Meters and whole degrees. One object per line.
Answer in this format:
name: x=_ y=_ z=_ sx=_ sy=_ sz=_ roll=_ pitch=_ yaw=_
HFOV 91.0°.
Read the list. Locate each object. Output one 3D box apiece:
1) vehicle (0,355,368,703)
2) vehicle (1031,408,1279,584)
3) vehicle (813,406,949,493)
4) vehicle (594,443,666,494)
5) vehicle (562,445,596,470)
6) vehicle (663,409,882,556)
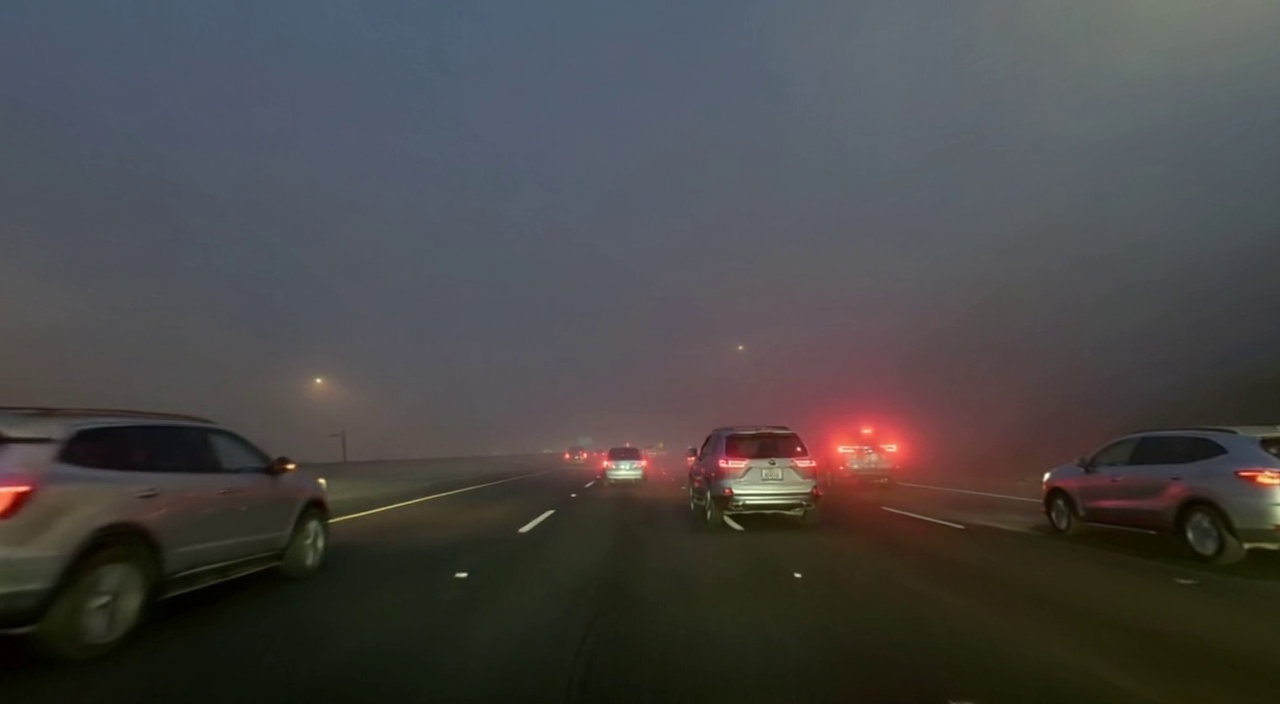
vehicle: x=-4.272 y=1.188 z=5.063 sx=2.047 sy=1.755 sz=4.638 roll=0 pitch=-9 yaw=0
vehicle: x=7.039 y=1.590 z=7.401 sx=1.972 sy=1.647 sz=4.429 roll=0 pitch=-9 yaw=-1
vehicle: x=7.855 y=3.299 z=21.393 sx=2.390 sy=2.503 sz=5.788 roll=0 pitch=-9 yaw=1
vehicle: x=-0.272 y=3.810 z=20.883 sx=2.157 sy=1.495 sz=4.038 roll=0 pitch=-9 yaw=1
vehicle: x=-4.163 y=7.264 z=43.428 sx=1.889 sy=1.600 sz=4.043 roll=0 pitch=-9 yaw=1
vehicle: x=1.677 y=1.874 z=9.625 sx=2.230 sy=1.740 sz=3.976 roll=1 pitch=-9 yaw=-4
